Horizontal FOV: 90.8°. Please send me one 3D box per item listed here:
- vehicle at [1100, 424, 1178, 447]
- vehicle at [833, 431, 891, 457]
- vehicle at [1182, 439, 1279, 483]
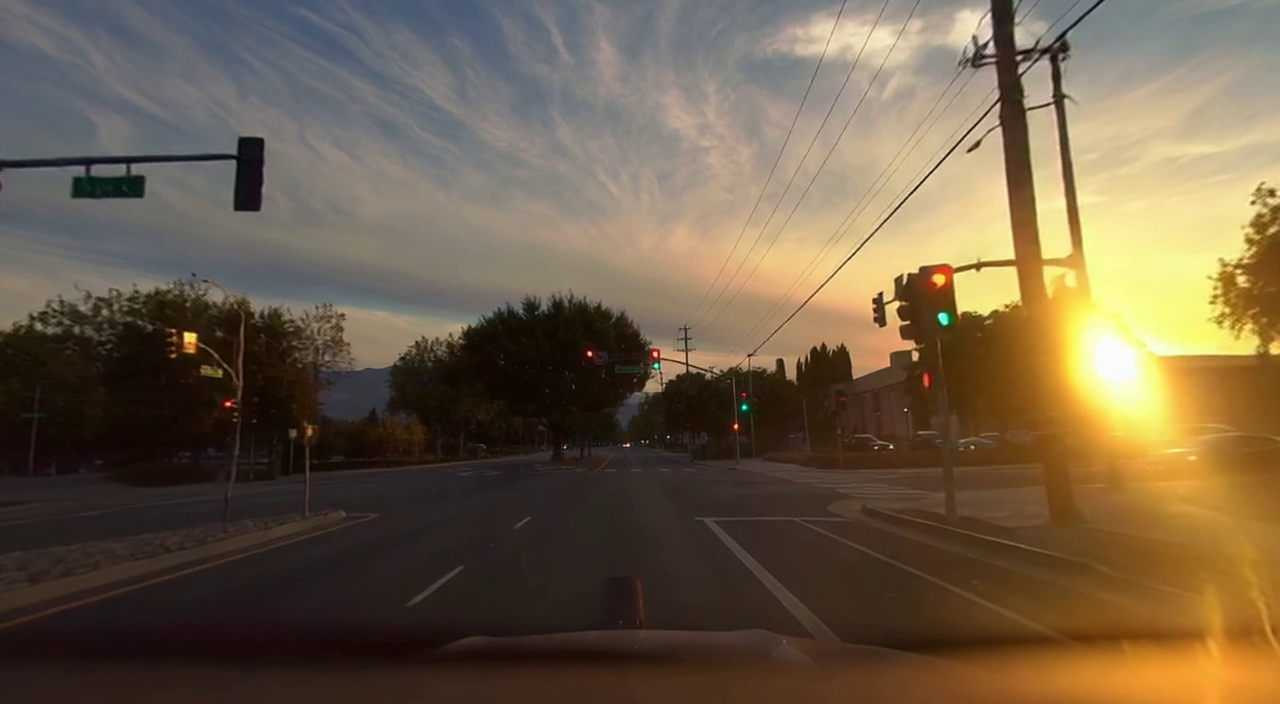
[{"bbox_3d":[34.107,5.774,43.317,1.832,1.521,4.266,0,-9,0],"label":"vehicle"},{"bbox_3d":[14.968,6.285,42.929,1.959,1.471,4.570,-4,-8,-4],"label":"vehicle"},{"bbox_3d":[22.163,3.801,22.258,4.334,1.459,1.929,0,-9,-1],"label":"vehicle"}]
